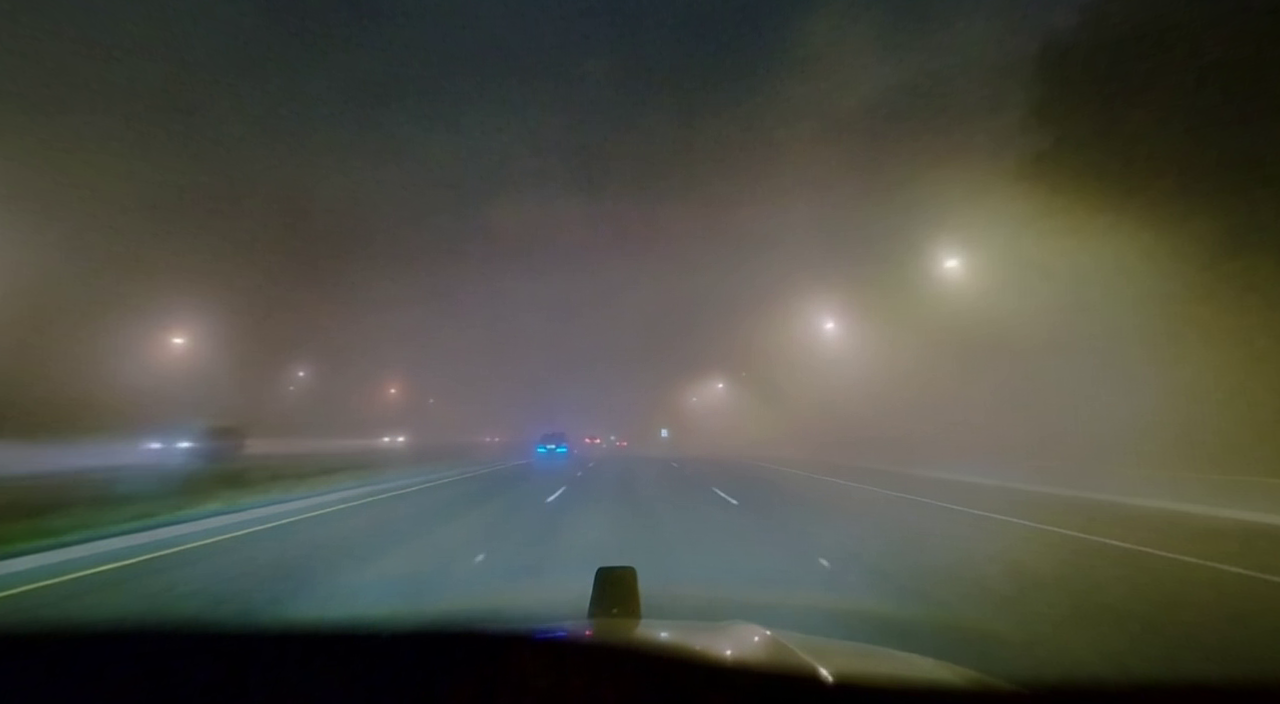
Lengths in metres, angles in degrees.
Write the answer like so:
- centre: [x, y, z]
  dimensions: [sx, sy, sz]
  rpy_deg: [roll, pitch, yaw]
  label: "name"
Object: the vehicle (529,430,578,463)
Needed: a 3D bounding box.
- centre: [-4.439, 4.924, 32.937]
  dimensions: [2.062, 1.591, 4.156]
  rpy_deg: [0, -8, -1]
  label: "vehicle"
